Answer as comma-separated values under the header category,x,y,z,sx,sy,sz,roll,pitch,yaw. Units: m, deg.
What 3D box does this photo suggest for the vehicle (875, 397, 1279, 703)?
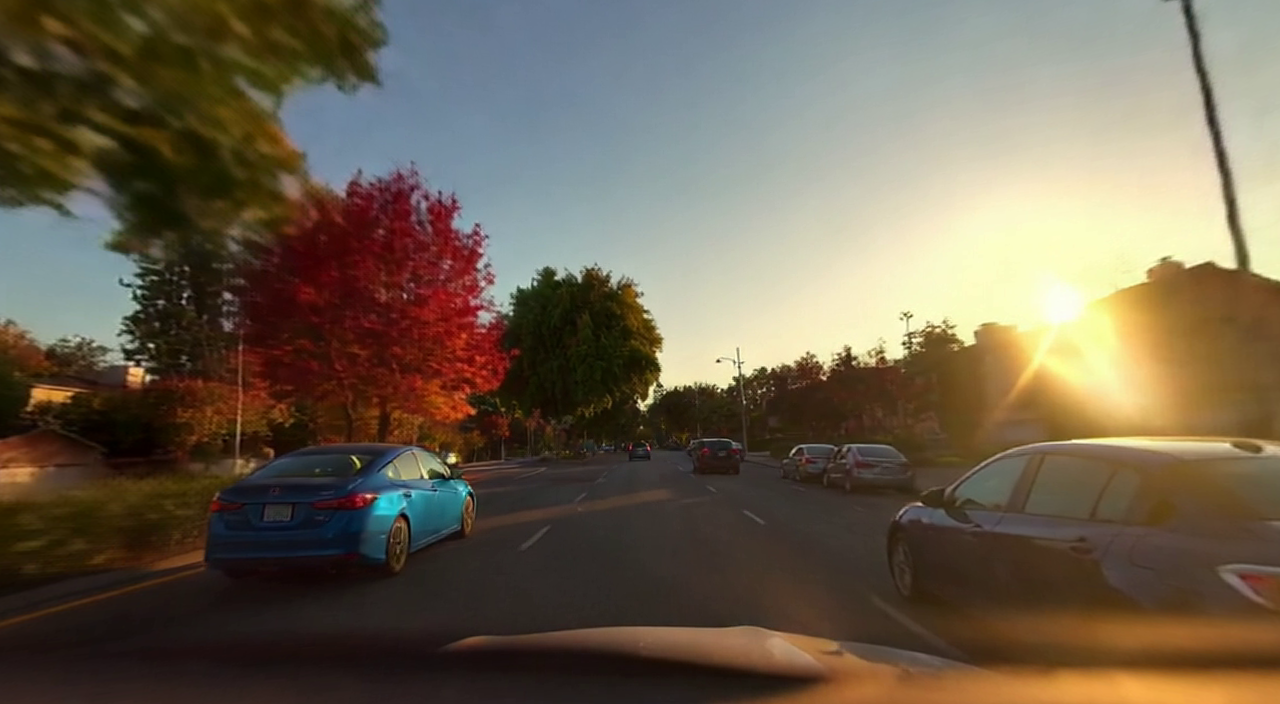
category,x,y,z,sx,sy,sz,roll,pitch,yaw
vehicle,3.237,1.113,3.603,2.060,1.474,4.475,0,-8,0

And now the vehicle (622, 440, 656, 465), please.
category,x,y,z,sx,sy,sz,roll,pitch,yaw
vehicle,-0.069,7.070,44.461,2.293,1.662,4.262,0,-8,1

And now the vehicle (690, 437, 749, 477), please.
category,x,y,z,sx,sy,sz,roll,pitch,yaw
vehicle,3.548,4.768,28.849,2.019,1.675,4.488,0,-8,-1

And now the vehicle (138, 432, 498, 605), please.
category,x,y,z,sx,sy,sz,roll,pitch,yaw
vehicle,-3.316,1.779,7.769,1.997,1.479,4.547,0,-8,1
